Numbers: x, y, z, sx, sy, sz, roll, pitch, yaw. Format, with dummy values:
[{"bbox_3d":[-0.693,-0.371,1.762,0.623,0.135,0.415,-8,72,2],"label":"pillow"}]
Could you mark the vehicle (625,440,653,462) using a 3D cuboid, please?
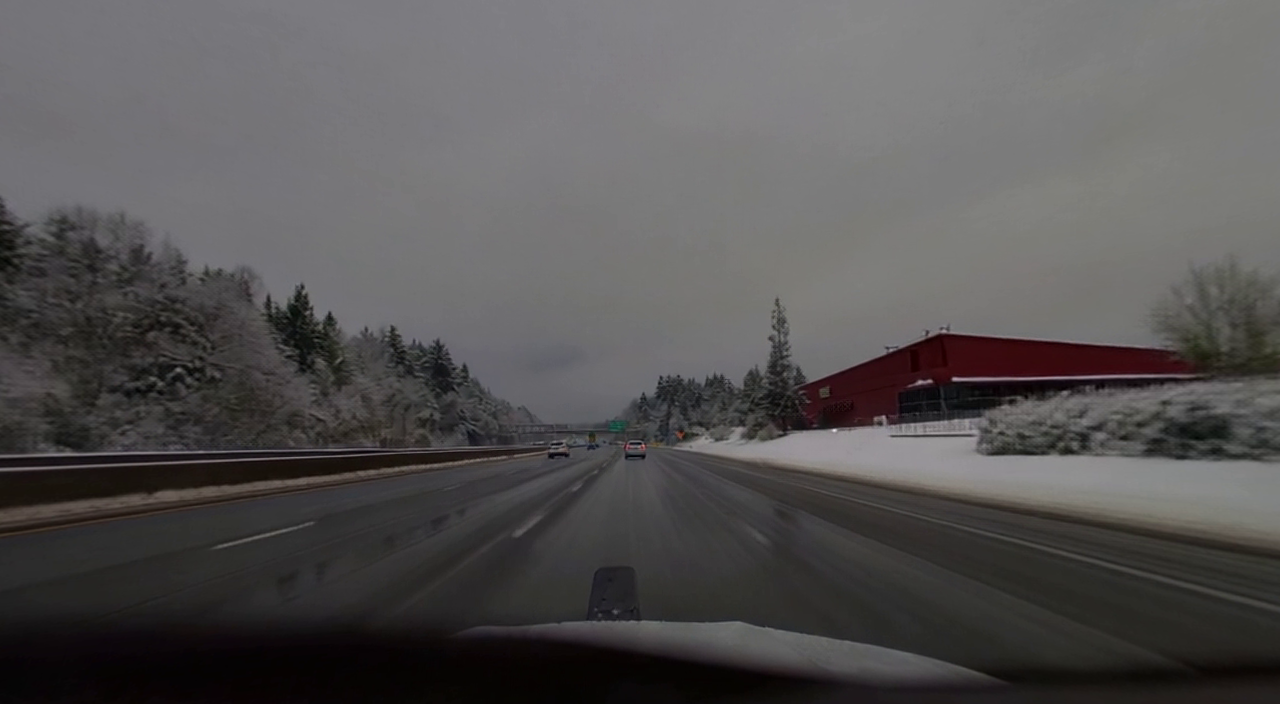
[{"bbox_3d":[-0.098,7.754,49.544,2.073,1.635,4.195,0,-9,0],"label":"vehicle"}]
